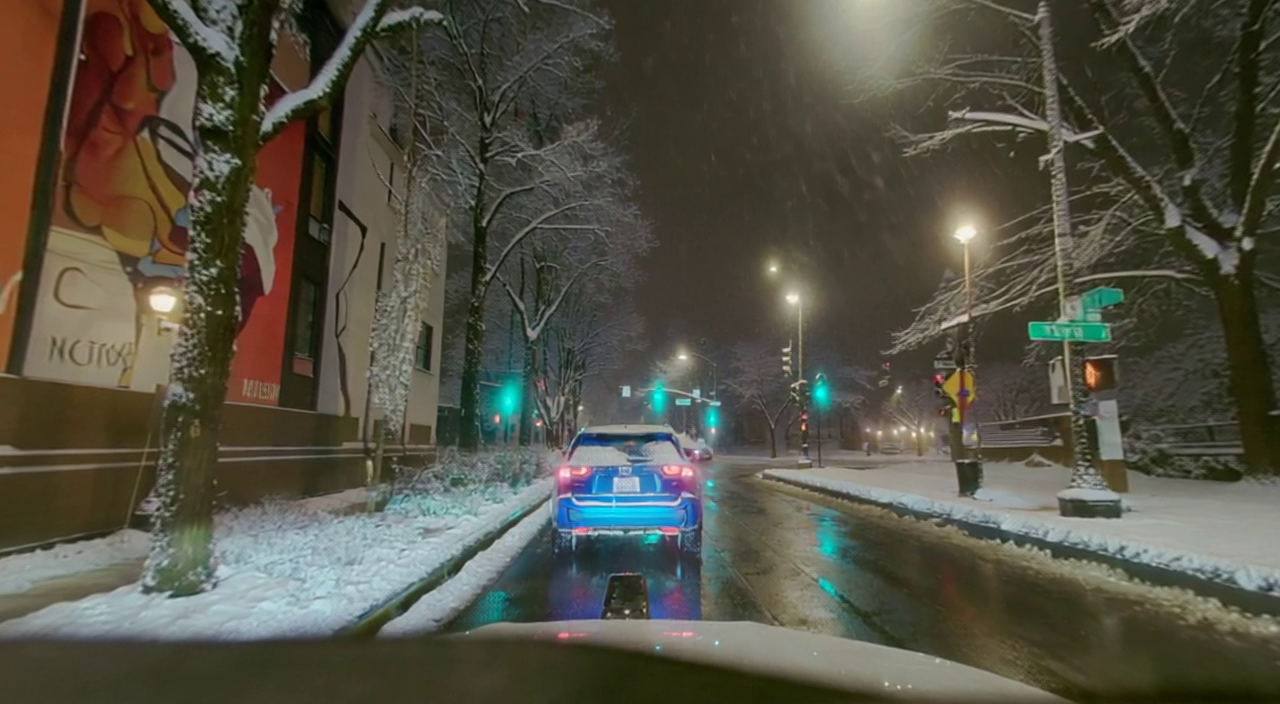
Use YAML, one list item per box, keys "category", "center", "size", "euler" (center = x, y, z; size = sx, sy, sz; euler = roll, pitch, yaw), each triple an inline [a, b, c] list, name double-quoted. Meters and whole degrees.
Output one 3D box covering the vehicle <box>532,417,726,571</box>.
- category: "vehicle"
  center: [-0.133, 1.818, 8.779]
  size: [2.079, 1.621, 3.861]
  euler: [0, -8, -1]
